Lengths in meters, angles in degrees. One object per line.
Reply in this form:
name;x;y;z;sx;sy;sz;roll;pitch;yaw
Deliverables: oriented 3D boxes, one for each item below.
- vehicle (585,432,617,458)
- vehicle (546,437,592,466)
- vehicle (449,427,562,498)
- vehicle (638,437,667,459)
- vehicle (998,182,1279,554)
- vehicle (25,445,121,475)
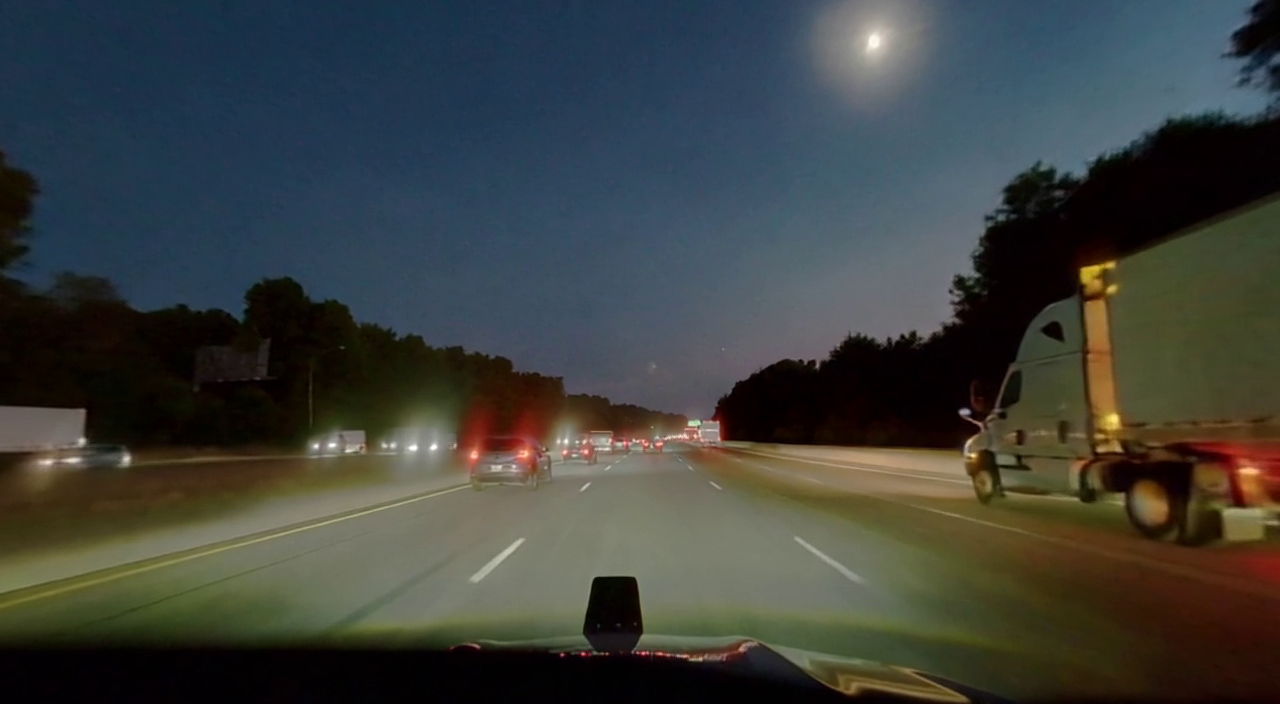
vehicle;-2.856;6.930;47.003;2.064;1.826;4.263;0;-8;1
vehicle;-3.785;5.363;34.337;2.013;1.460;4.027;0;-8;1
vehicle;-3.377;2.849;16.761;2.137;1.618;4.209;0;-8;-1
vehicle;0.857;6.879;45.334;2.004;1.465;3.842;0;-8;0
vehicle;8.606;-0.085;5.082;2.866;4.100;14.057;0;-8;-2
vehicle;-28.022;5.322;31.287;1.569;1.354;3.425;0;-8;0
